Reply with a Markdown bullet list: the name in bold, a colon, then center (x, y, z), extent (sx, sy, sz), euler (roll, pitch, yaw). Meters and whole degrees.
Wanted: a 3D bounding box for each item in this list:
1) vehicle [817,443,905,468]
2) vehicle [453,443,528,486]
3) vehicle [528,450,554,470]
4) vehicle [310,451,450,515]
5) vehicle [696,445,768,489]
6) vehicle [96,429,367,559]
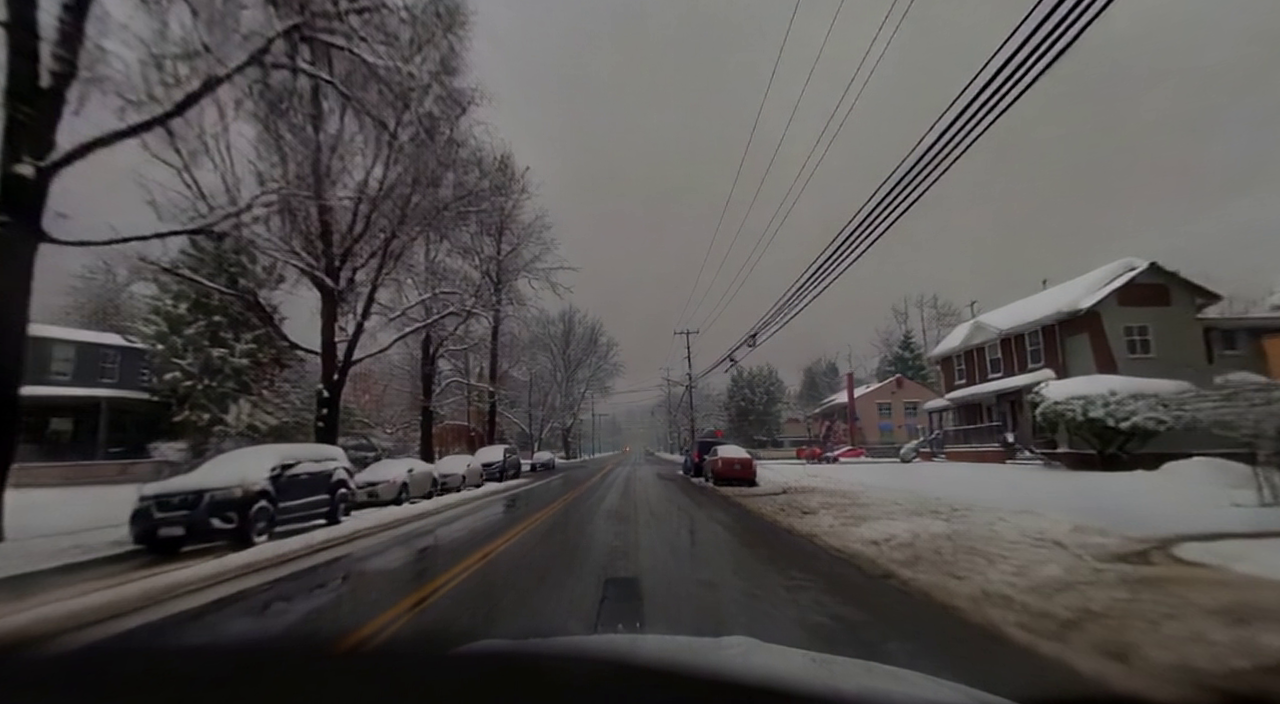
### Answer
- **vehicle**: center (16.072, 7.528, 46.221), extent (5.662, 1.761, 2.050), euler (0, -9, 0)
- **vehicle**: center (-6.807, 5.166, 29.442), extent (2.151, 1.789, 5.482), euler (0, -9, 0)
- **vehicle**: center (-7.669, 8.401, 49.208), extent (1.902, 1.456, 4.451), euler (1, -9, -7)
- **vehicle**: center (-6.839, 3.464, 17.244), extent (1.860, 1.469, 4.573), euler (0, -9, 0)
- **vehicle**: center (3.289, 4.215, 23.446), extent (1.869, 1.453, 4.237), euler (0, -9, -2)
- **vehicle**: center (-6.750, 2.350, 11.200), extent (1.963, 1.820, 4.297), euler (0, -9, -2)
